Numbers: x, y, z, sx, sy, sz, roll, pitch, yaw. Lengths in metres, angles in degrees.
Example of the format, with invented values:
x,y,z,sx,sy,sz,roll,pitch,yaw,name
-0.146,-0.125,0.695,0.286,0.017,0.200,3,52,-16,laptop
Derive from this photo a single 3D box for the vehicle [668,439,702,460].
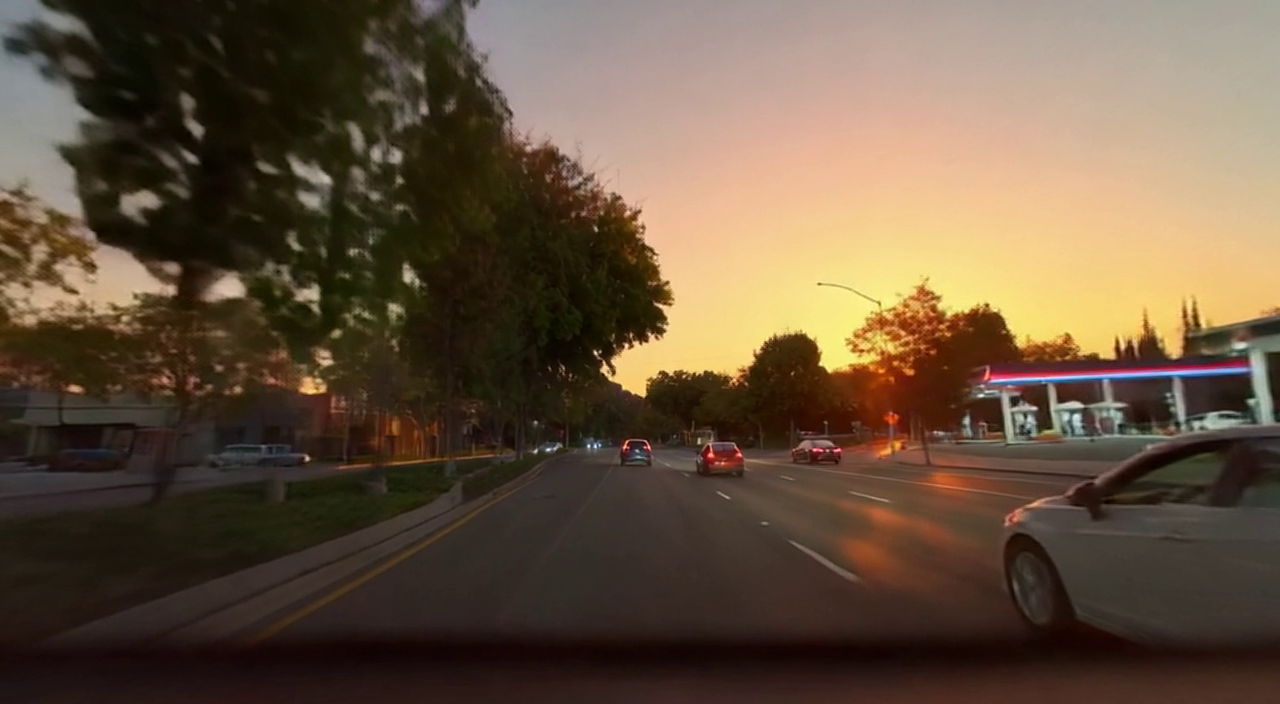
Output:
x,y,z,sx,sy,sz,roll,pitch,yaw,name
3.237,7.163,46.140,2.114,1.473,4.495,0,-8,-1,vehicle

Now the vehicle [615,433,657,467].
x,y,z,sx,sy,sz,roll,pitch,yaw,name
-0.233,5.350,34.313,2.172,1.694,4.055,0,-8,-1,vehicle

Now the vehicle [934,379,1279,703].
x,y,z,sx,sy,sz,roll,pitch,yaw,name
3.575,0.940,2.926,2.119,1.509,4.756,0,-8,0,vehicle

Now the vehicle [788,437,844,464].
x,y,z,sx,sy,sz,roll,pitch,yaw,name
10.022,5.656,36.129,1.906,1.488,4.251,0,-8,-1,vehicle

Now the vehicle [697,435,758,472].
x,y,z,sx,sy,sz,roll,pitch,yaw,name
3.843,4.554,28.259,1.980,1.515,4.362,0,-8,-2,vehicle
